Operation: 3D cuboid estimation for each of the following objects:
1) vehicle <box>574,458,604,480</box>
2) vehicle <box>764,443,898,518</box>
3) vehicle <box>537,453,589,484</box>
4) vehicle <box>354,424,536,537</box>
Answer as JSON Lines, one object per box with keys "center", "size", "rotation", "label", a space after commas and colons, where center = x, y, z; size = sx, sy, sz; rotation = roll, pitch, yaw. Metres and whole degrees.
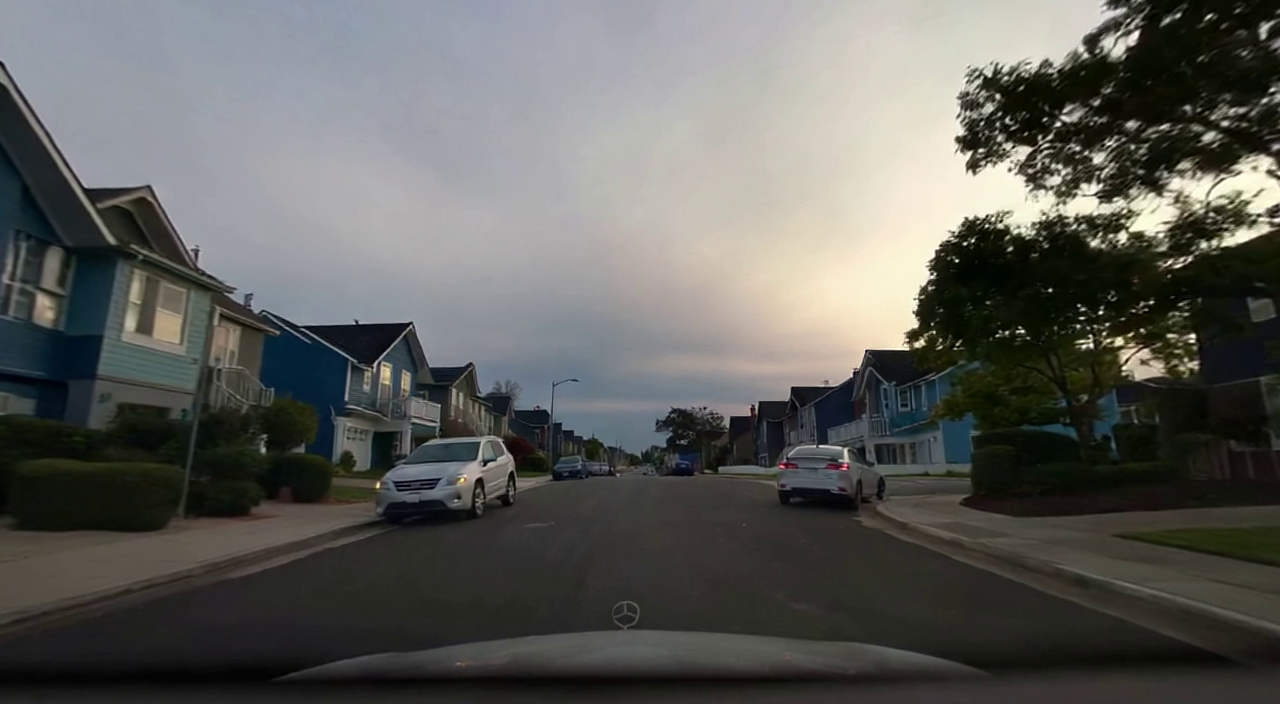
{"center": [-3.835, 8.879, 48.074], "size": [2.020, 1.470, 5.300], "rotation": [0, -9, -3], "label": "vehicle"}
{"center": [4.875, 3.035, 15.574], "size": [2.139, 1.533, 4.676], "rotation": [-5, -10, 29], "label": "vehicle"}
{"center": [-4.003, 6.141, 33.390], "size": [2.080, 1.471, 4.638], "rotation": [1, -10, 1], "label": "vehicle"}
{"center": [-3.983, 2.629, 14.201], "size": [2.131, 1.851, 5.650], "rotation": [0, -5, 2], "label": "vehicle"}
